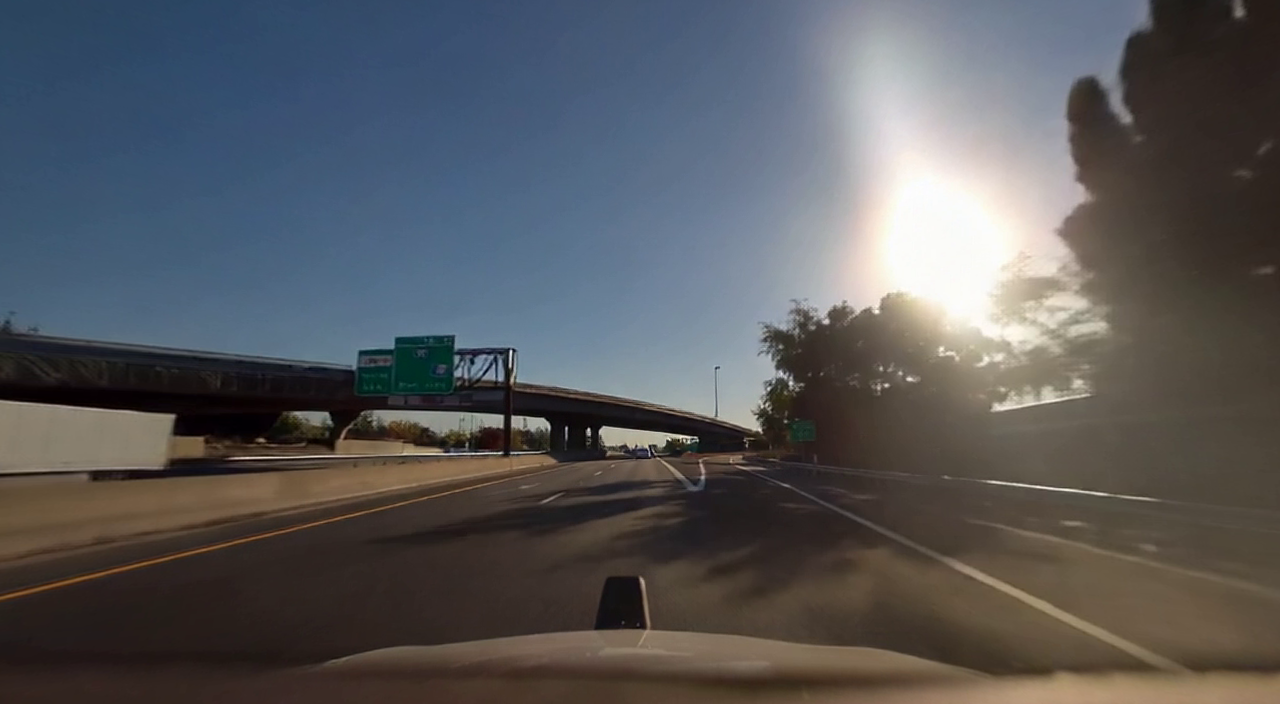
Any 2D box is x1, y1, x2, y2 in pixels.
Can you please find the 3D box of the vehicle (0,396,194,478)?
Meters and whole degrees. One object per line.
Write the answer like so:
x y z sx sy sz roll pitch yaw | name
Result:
-25.130 3.933 28.797 2.826 3.162 8.616 0 -9 2 | vehicle
